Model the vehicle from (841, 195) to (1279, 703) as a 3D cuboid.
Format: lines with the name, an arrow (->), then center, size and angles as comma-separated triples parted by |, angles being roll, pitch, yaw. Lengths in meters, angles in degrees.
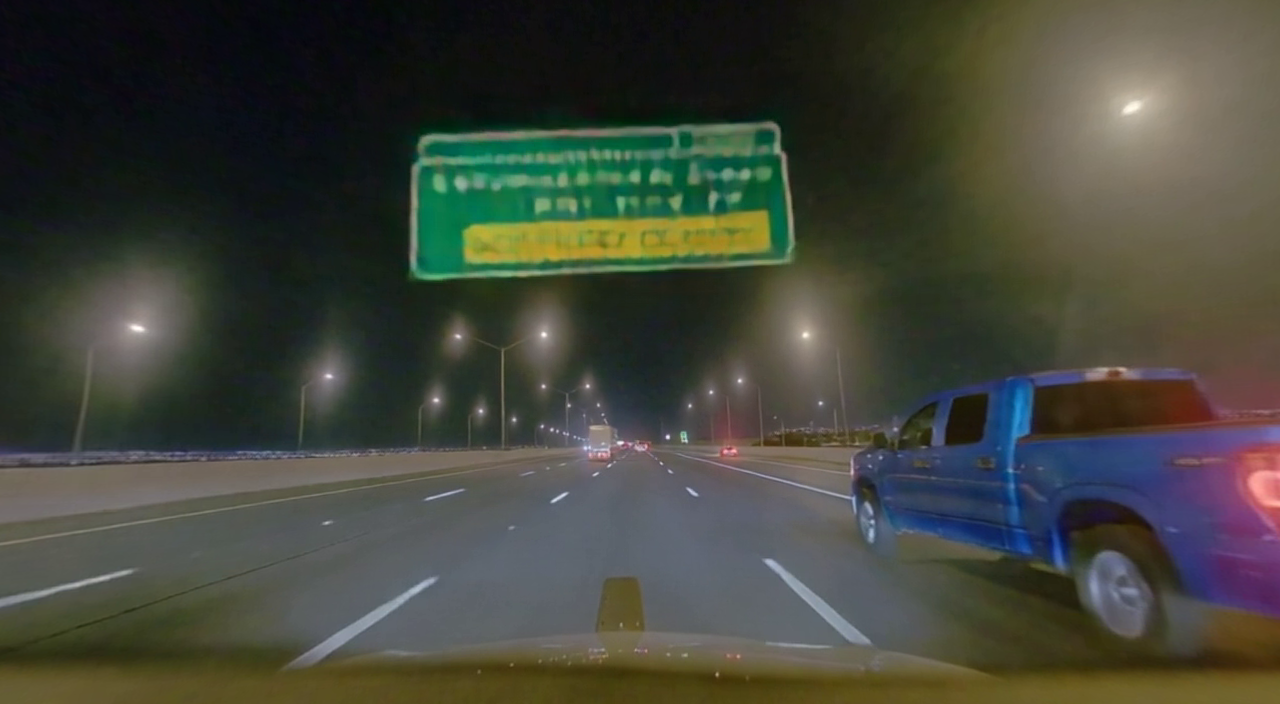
vehicle -> 3.593, 0.777, 4.034 | 2.593, 2.110, 6.016 | 0, -9, 0
